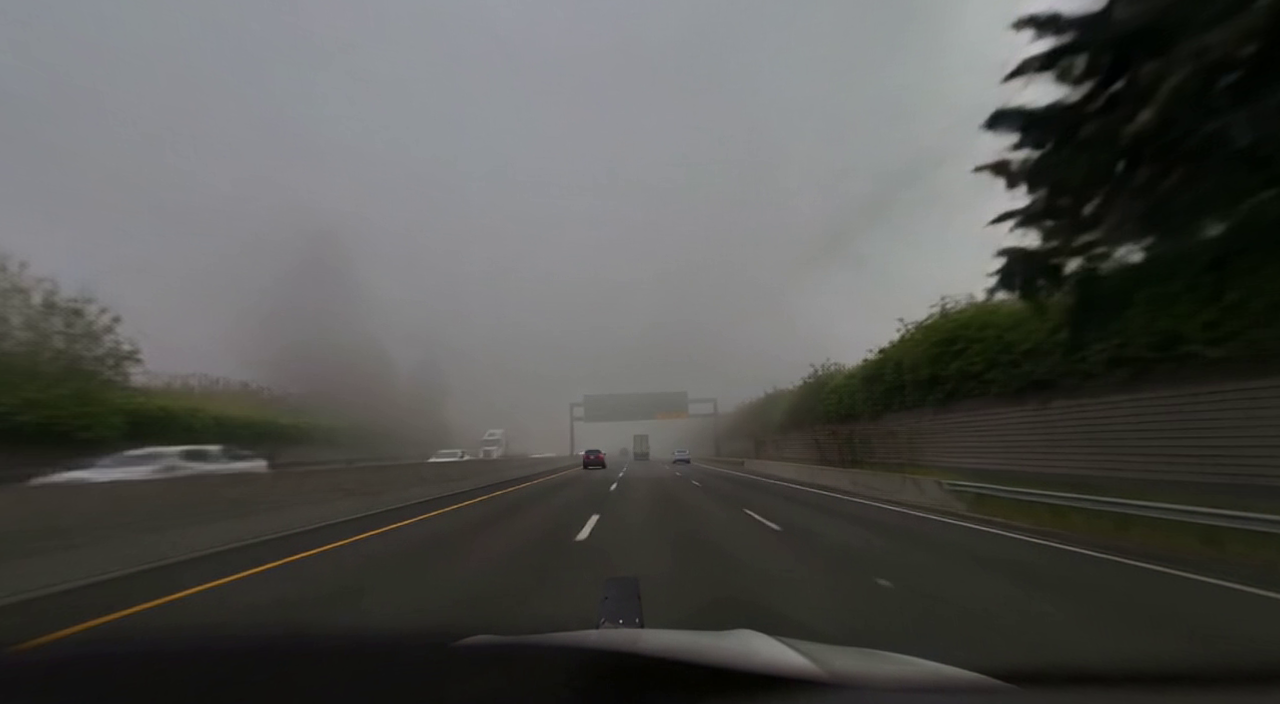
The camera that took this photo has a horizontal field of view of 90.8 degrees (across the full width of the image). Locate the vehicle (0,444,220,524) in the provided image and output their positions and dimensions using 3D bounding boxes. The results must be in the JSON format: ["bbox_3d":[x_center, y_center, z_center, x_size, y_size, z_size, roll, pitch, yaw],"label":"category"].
[{"bbox_3d":[-12.063,2.874,14.363,2.010,1.524,4.377,0,-9,0],"label":"vehicle"}]

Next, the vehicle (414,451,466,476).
[{"bbox_3d":[-12.245,6.828,38.888,1.781,1.426,4.265,0,-9,1],"label":"vehicle"}]
